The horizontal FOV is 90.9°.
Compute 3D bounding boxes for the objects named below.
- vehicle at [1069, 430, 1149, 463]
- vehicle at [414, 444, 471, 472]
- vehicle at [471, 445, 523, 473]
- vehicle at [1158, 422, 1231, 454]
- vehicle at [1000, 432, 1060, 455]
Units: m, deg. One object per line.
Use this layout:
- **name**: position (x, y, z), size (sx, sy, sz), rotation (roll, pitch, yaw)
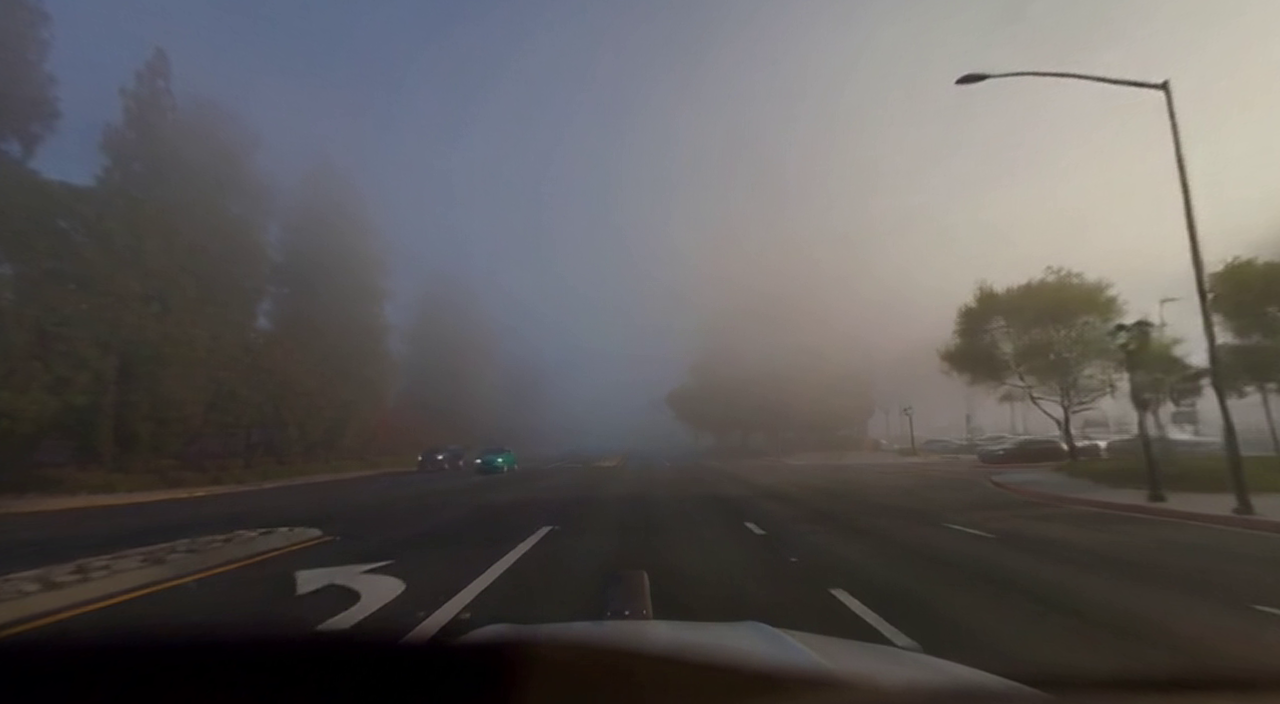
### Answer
- **vehicle**: position (24.988, 5.013, 33.535), size (4.512, 1.648, 1.938), rotation (5, -10, -34)
- **vehicle**: position (-14.872, 8.015, 47.918), size (2.209, 1.931, 5.813), rotation (-1, -8, 3)
- **vehicle**: position (-8.036, 6.045, 35.860), size (1.911, 1.499, 4.032), rotation (-1, -8, 2)
- **vehicle**: position (36.636, 5.668, 41.598), size (5.504, 1.957, 2.290), rotation (4, -10, -37)
- **vehicle**: position (30.309, 7.094, 48.945), size (5.036, 1.698, 2.031), rotation (6, -10, -35)
